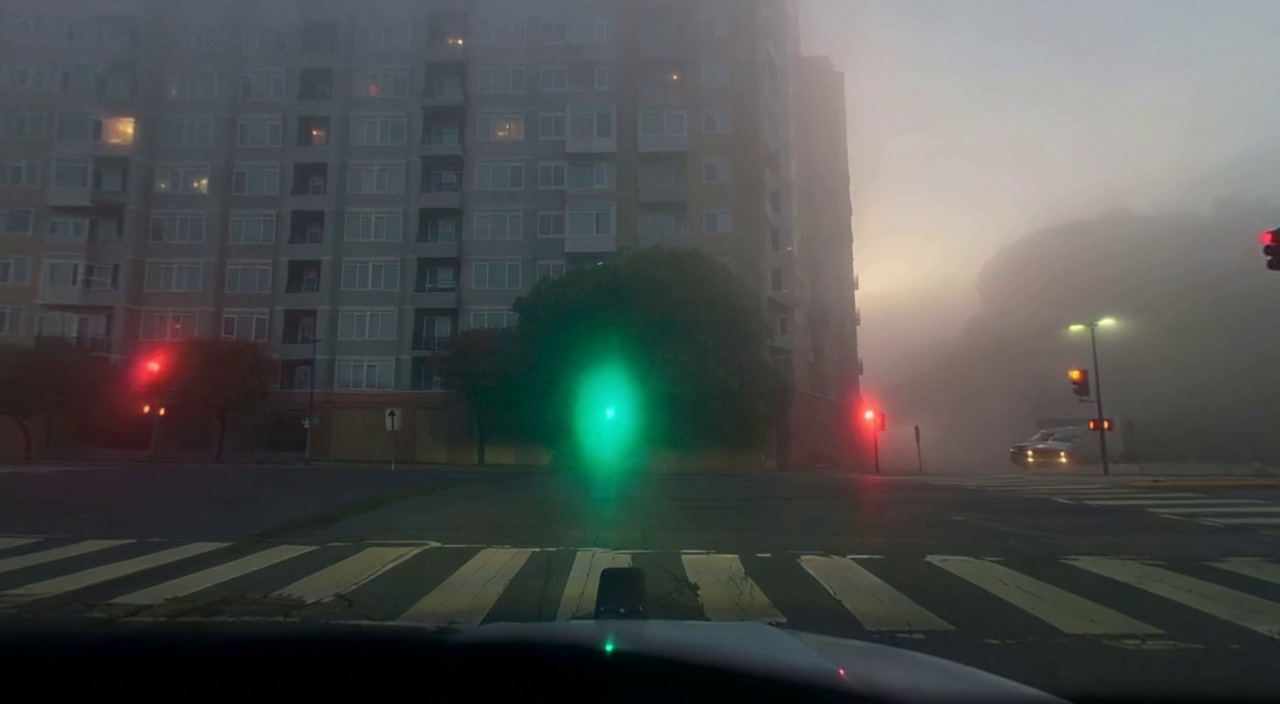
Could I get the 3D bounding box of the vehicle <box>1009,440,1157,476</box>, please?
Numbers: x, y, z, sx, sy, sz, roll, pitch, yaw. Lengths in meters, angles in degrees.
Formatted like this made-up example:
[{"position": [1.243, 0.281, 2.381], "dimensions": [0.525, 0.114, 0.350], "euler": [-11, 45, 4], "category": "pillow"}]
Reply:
[{"position": [18.623, 4.461, 26.677], "dimensions": [4.823, 1.458, 1.914], "euler": [0, -9, -1], "category": "vehicle"}]
